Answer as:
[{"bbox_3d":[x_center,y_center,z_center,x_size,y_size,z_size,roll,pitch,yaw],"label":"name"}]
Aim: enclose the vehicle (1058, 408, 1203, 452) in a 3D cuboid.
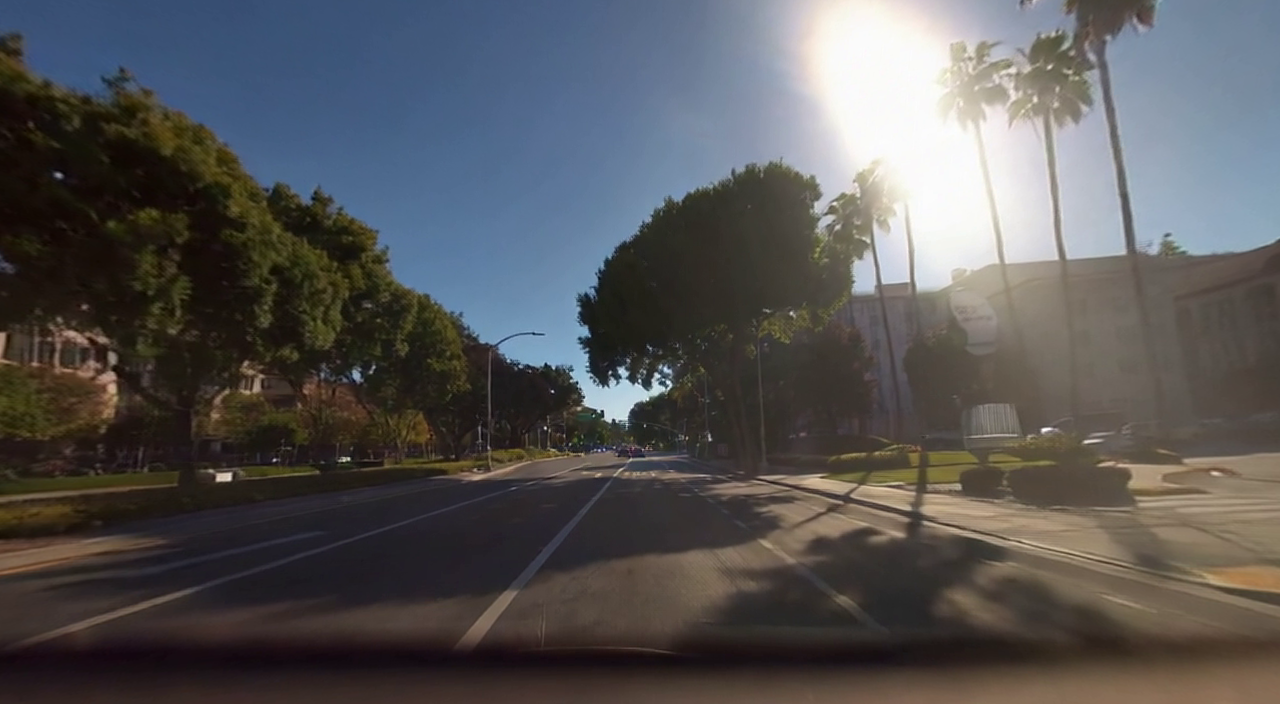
[{"bbox_3d":[22.431,3.675,29.167,2.222,1.818,5.099,1,-9,-7],"label":"vehicle"}]
